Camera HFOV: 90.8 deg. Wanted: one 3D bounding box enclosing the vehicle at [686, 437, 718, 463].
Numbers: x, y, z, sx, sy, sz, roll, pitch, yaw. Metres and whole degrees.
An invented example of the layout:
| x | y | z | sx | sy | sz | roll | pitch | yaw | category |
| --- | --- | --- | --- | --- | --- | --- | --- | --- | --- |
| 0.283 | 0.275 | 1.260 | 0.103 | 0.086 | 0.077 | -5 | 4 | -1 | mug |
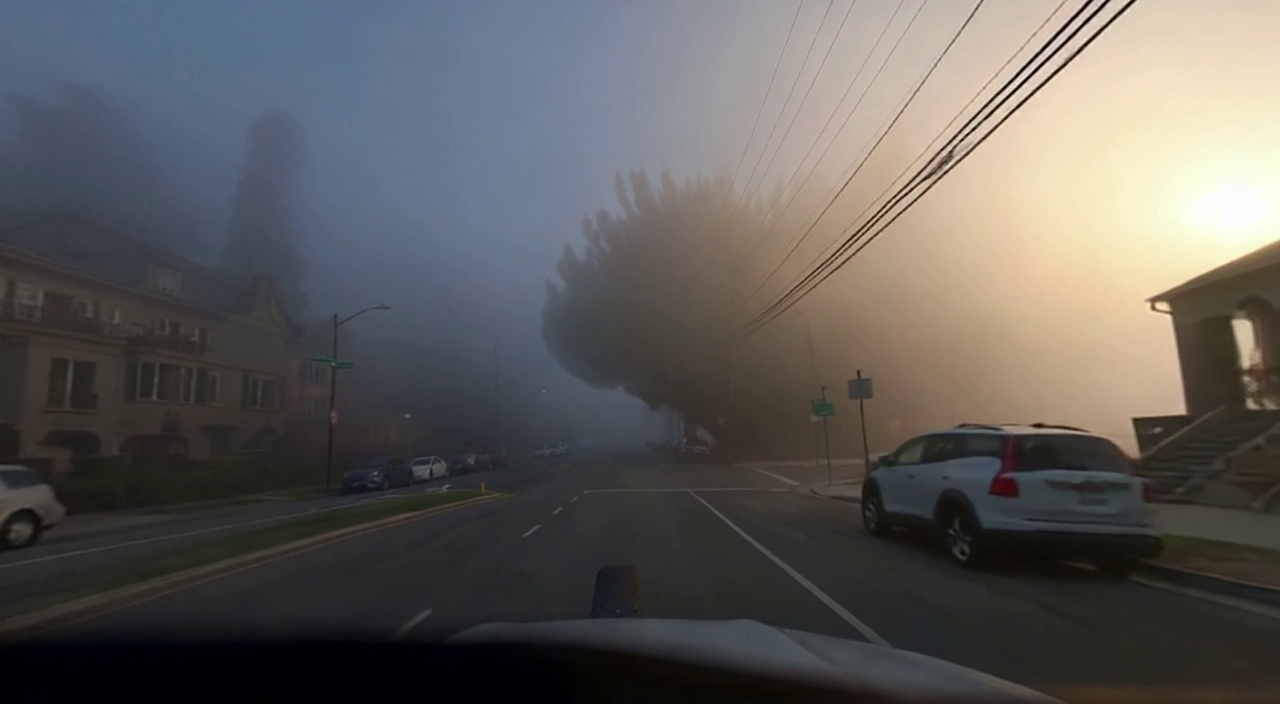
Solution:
| x | y | z | sx | sy | sz | roll | pitch | yaw | category |
| --- | --- | --- | --- | --- | --- | --- | --- | --- | --- |
| 4.293 | 6.844 | 44.277 | 1.867 | 1.680 | 4.176 | 0 | -8 | 0 | vehicle |

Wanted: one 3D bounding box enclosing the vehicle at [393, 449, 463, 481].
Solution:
| x | y | z | sx | sy | sz | roll | pitch | yaw | category |
| --- | --- | --- | --- | --- | --- | --- | --- | --- | --- |
| -11.129 | 5.937 | 33.554 | 2.082 | 1.540 | 4.654 | 0 | -8 | 0 | vehicle |

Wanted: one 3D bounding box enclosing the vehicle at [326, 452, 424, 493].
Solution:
| x | y | z | sx | sy | sz | roll | pitch | yaw | category |
| --- | --- | --- | --- | --- | --- | --- | --- | --- | --- |
| -11.166 | 5.073 | 27.050 | 1.970 | 1.523 | 4.702 | -1 | -8 | 2 | vehicle |

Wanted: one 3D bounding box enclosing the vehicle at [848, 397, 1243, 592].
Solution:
| x | y | z | sx | sy | sz | roll | pitch | yaw | category |
| --- | --- | --- | --- | --- | --- | --- | --- | --- | --- |
| 4.518 | 1.647 | 8.116 | 2.126 | 1.802 | 4.259 | 0 | -8 | -2 | vehicle |

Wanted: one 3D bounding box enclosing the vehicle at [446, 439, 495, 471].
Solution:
| x | y | z | sx | sy | sz | roll | pitch | yaw | category |
| --- | --- | --- | --- | --- | --- | --- | --- | --- | --- |
| -11.223 | 6.850 | 42.278 | 2.056 | 1.980 | 4.763 | 0 | -8 | -1 | vehicle |
